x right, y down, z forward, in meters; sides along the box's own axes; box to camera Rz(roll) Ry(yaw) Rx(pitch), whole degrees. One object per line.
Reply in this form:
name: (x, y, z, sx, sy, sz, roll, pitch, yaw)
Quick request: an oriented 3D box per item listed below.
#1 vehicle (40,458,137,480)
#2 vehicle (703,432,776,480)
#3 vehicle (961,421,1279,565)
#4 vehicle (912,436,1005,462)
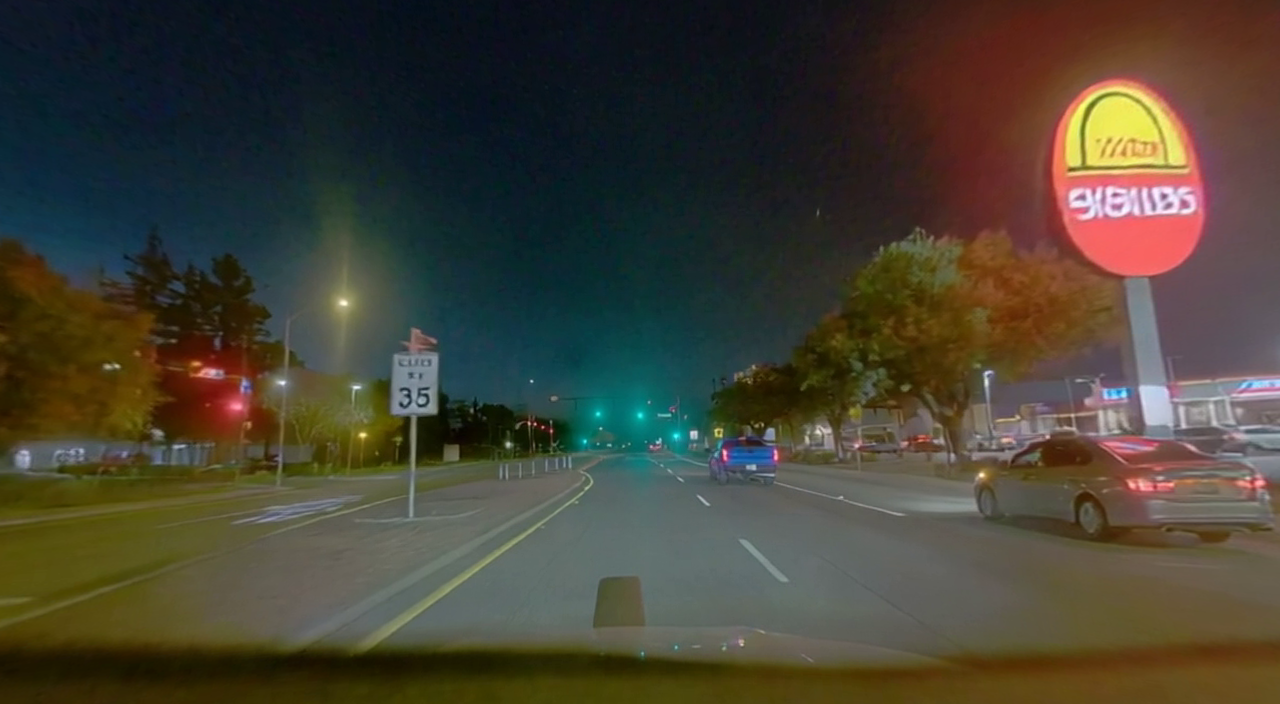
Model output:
vehicle: (-40.306, 8.531, 46.283, 1.803, 1.468, 5.050, -7, -11, 39)
vehicle: (3.920, 4.208, 25.838, 2.214, 1.749, 4.998, 0, -8, 1)
vehicle: (6.612, 1.786, 8.776, 1.986, 1.480, 4.296, 0, -8, -1)
vehicle: (18.346, 5.620, 36.517, 4.337, 1.447, 1.933, 0, -8, 0)
